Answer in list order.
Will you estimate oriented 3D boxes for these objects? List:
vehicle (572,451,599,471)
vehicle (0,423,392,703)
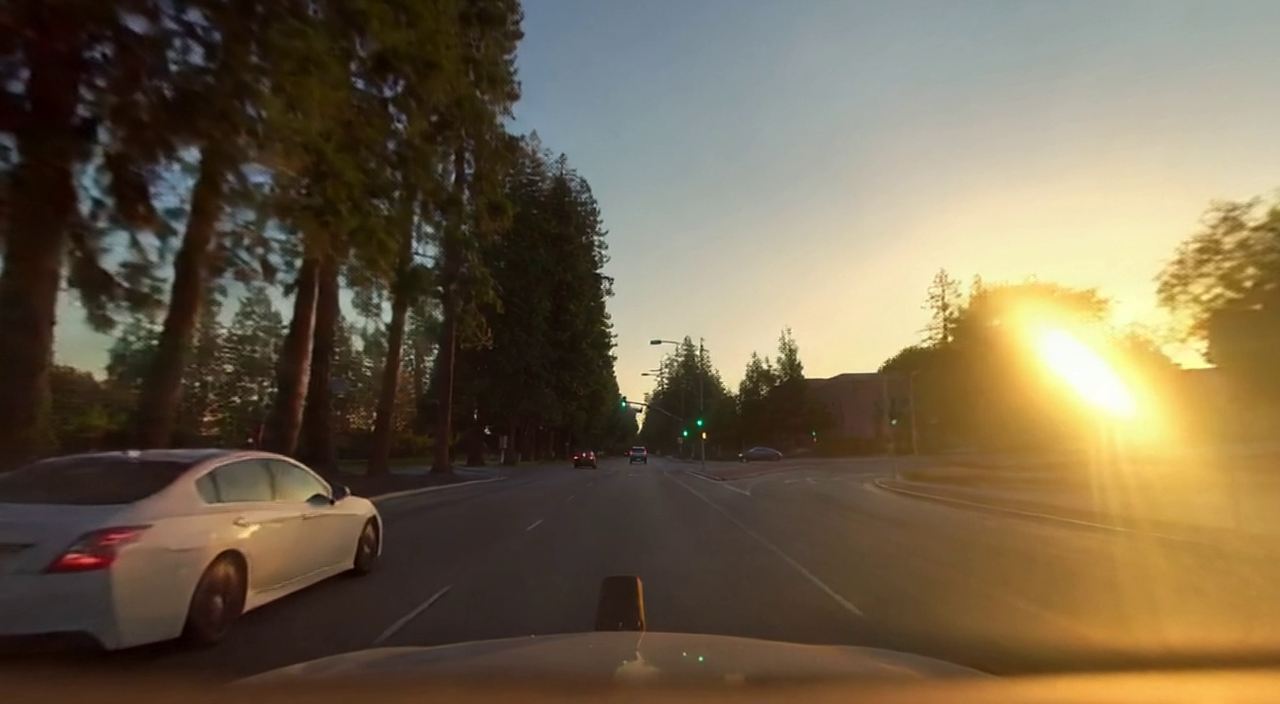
[{"bbox_3d":[-4.267,8.559,49.725,1.674,1.408,4.141,0,-9,1],"label":"vehicle"},{"bbox_3d":[-3.700,1.326,4.563,1.968,1.459,4.433,0,-9,1],"label":"vehicle"}]
